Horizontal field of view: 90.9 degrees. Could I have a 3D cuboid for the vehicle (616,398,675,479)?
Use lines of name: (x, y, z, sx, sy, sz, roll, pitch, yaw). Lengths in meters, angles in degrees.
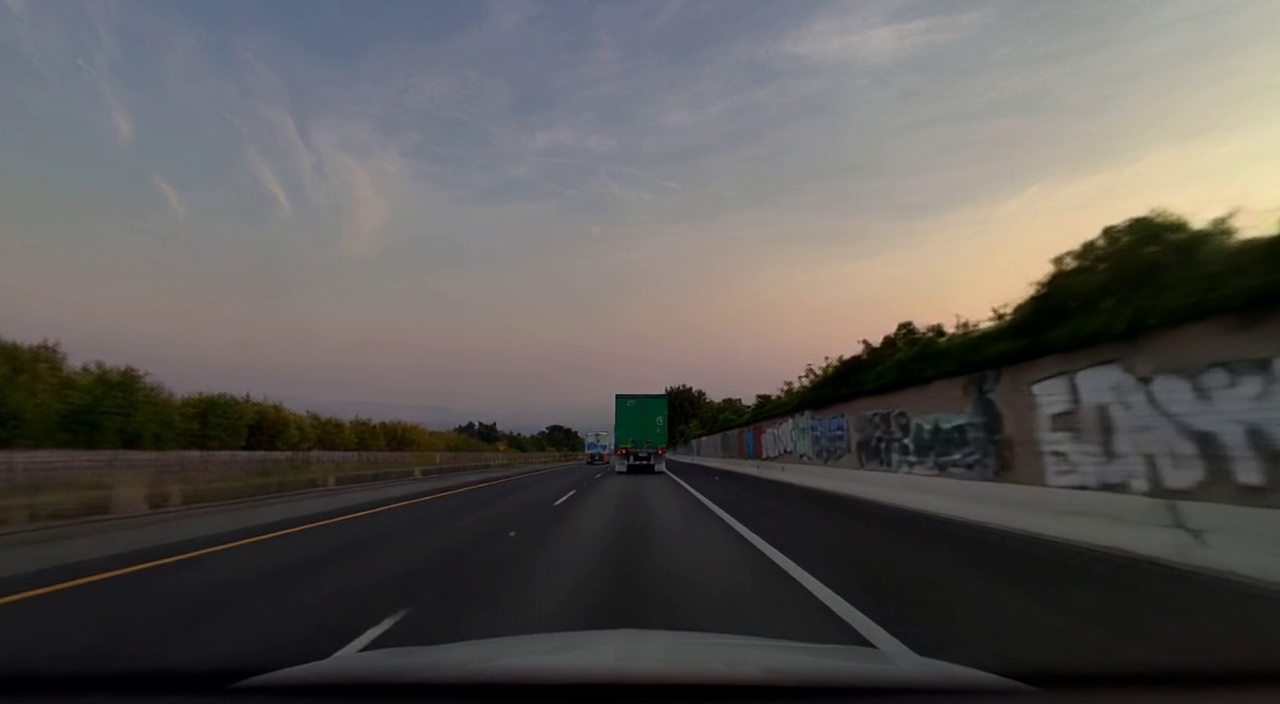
vehicle: (0.149, 5.051, 36.076, 2.900, 3.955, 10.151, 0, -9, -1)
